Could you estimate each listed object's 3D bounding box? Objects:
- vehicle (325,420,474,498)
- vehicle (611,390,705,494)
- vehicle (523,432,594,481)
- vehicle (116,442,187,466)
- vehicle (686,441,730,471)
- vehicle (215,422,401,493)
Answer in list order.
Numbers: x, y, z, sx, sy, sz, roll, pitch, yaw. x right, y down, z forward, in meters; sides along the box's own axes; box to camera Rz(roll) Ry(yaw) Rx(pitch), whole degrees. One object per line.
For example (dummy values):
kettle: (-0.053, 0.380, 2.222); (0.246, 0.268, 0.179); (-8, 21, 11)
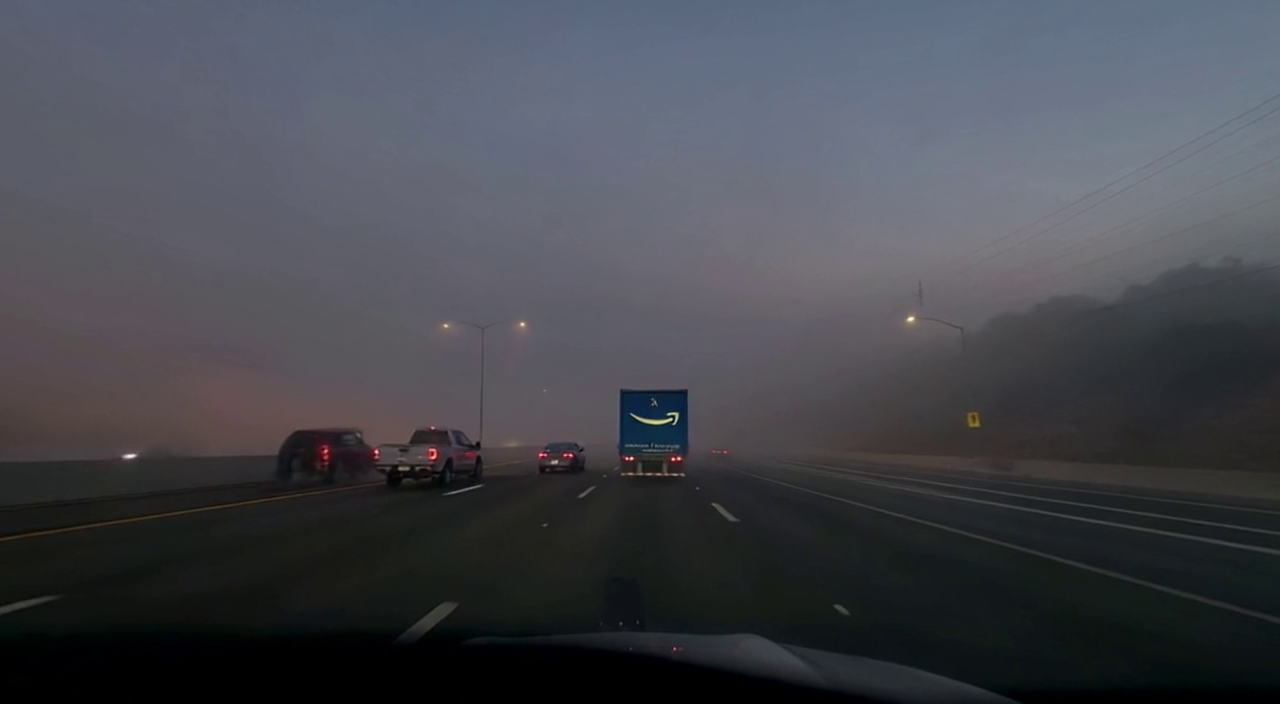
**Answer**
vehicle: (-6.436, 2.945, 17.677); (2.101, 1.858, 5.071); (0, -9, 1)
vehicle: (0.455, 2.808, 19.626); (2.456, 2.705, 6.251); (0, -9, 0)
vehicle: (-3.010, 4.001, 24.238); (2.095, 1.688, 4.188); (0, -9, 1)
vehicle: (-31.783, 6.627, 41.100); (1.623, 1.459, 3.672); (0, -9, 2)
vehicle: (3.620, 5.624, 34.274); (1.970, 1.499, 4.491); (0, -9, 1)
vehicle: (-10.026, 3.267, 19.895); (2.454, 1.857, 6.221); (0, -9, 0)
